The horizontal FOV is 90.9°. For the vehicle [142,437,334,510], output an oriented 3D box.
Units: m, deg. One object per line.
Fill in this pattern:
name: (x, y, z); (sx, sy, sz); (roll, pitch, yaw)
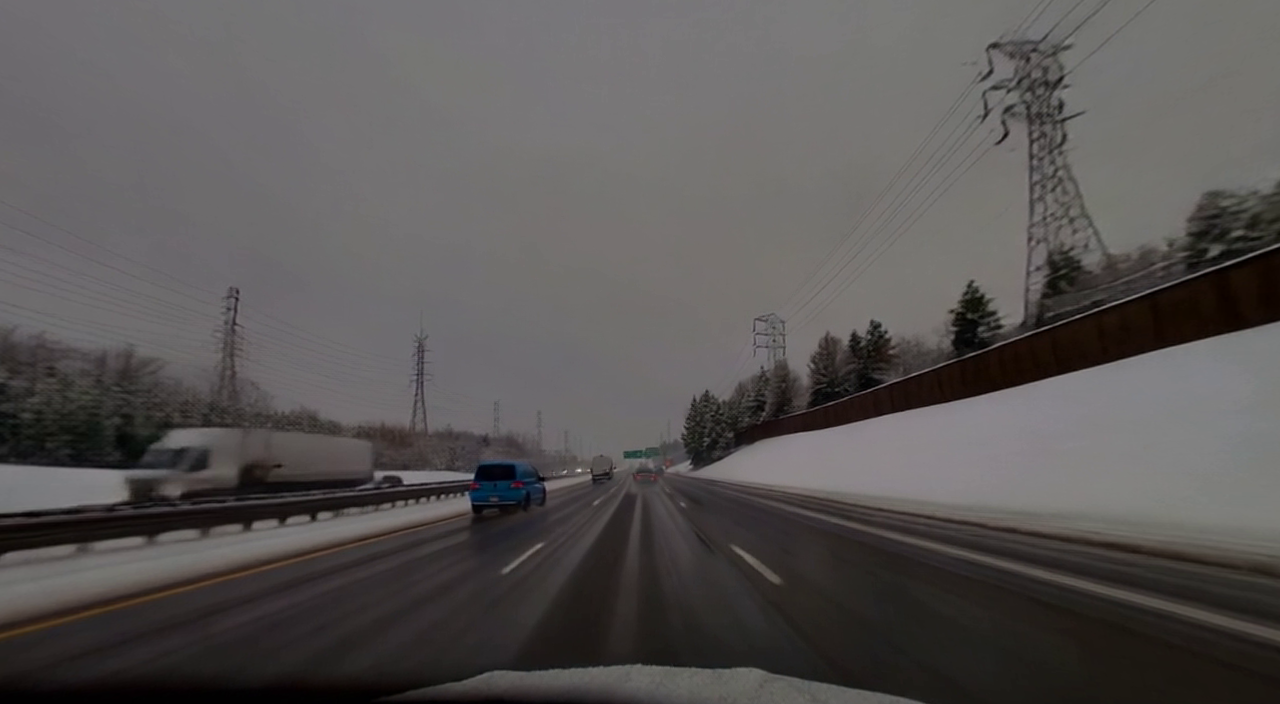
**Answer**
vehicle: (-19.420, 6.095, 31.655); (3.041, 3.021, 10.124); (1, -11, -1)

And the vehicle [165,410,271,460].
vehicle: (-19.422, 3.916, 29.257); (1.955, 1.634, 4.229); (0, -17, -1)

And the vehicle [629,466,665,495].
vehicle: (0.382, 7.568, 37.271); (2.006, 1.554, 3.863); (1, -11, -1)

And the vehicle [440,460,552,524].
vehicle: (-3.834, 3.863, 17.715); (2.023, 1.541, 4.543); (0, -11, 1)
